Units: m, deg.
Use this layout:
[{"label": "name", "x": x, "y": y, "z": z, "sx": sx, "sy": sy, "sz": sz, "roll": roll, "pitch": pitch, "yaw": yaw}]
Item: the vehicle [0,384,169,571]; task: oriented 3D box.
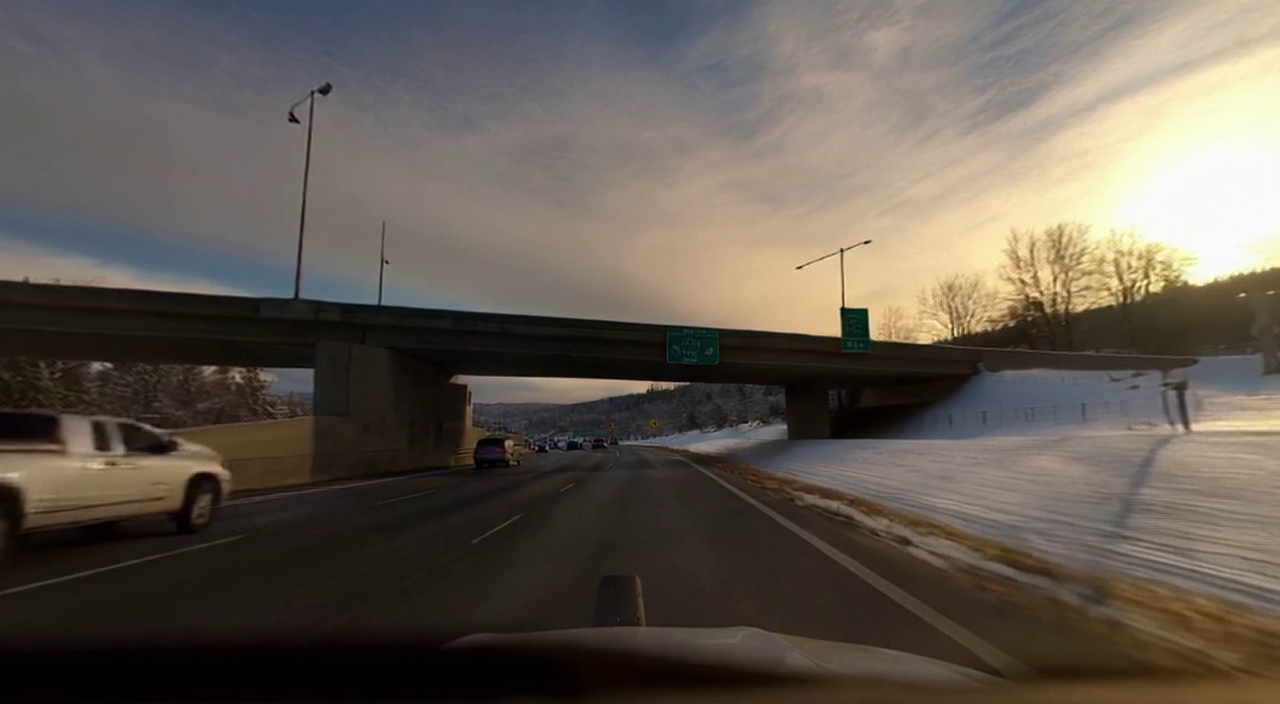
[{"label": "vehicle", "x": -7.660, "y": 1.256, "z": 6.211, "sx": 2.188, "sy": 1.896, "sz": 4.810, "roll": 0, "pitch": -8, "yaw": 1}]

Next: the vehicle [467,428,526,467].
[{"label": "vehicle", "x": -7.426, "y": 4.964, "z": 33.014, "sx": 1.956, "sy": 1.888, "sz": 4.512, "roll": 0, "pitch": -8, "yaw": 1}]
